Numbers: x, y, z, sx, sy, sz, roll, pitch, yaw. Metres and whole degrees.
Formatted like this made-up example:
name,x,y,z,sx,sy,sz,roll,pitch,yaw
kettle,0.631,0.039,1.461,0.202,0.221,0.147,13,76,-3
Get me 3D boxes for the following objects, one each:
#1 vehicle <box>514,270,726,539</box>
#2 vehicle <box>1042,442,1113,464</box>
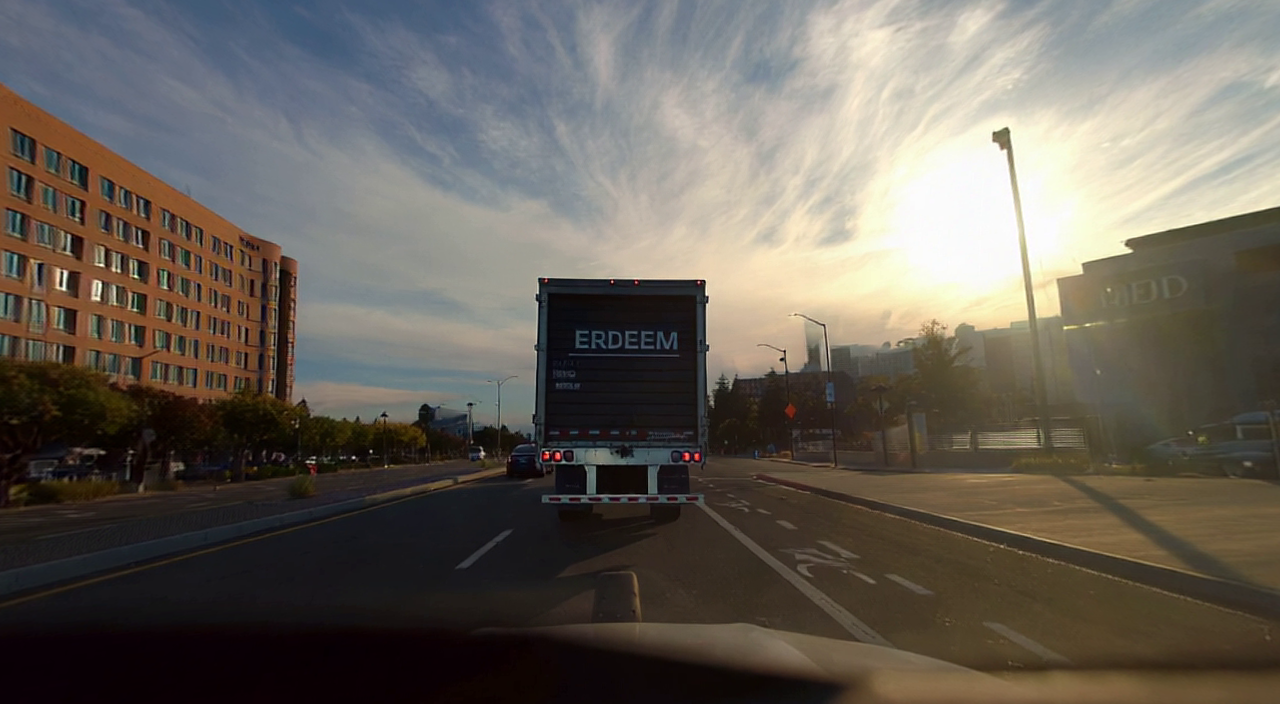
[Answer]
name,x,y,z,sx,sy,sz,roll,pitch,yaw
vehicle,-0.183,1.307,13.389,2.876,3.724,9.351,-1,-8,1
vehicle,31.374,7.216,45.144,1.652,1.423,3.797,5,-9,-35
